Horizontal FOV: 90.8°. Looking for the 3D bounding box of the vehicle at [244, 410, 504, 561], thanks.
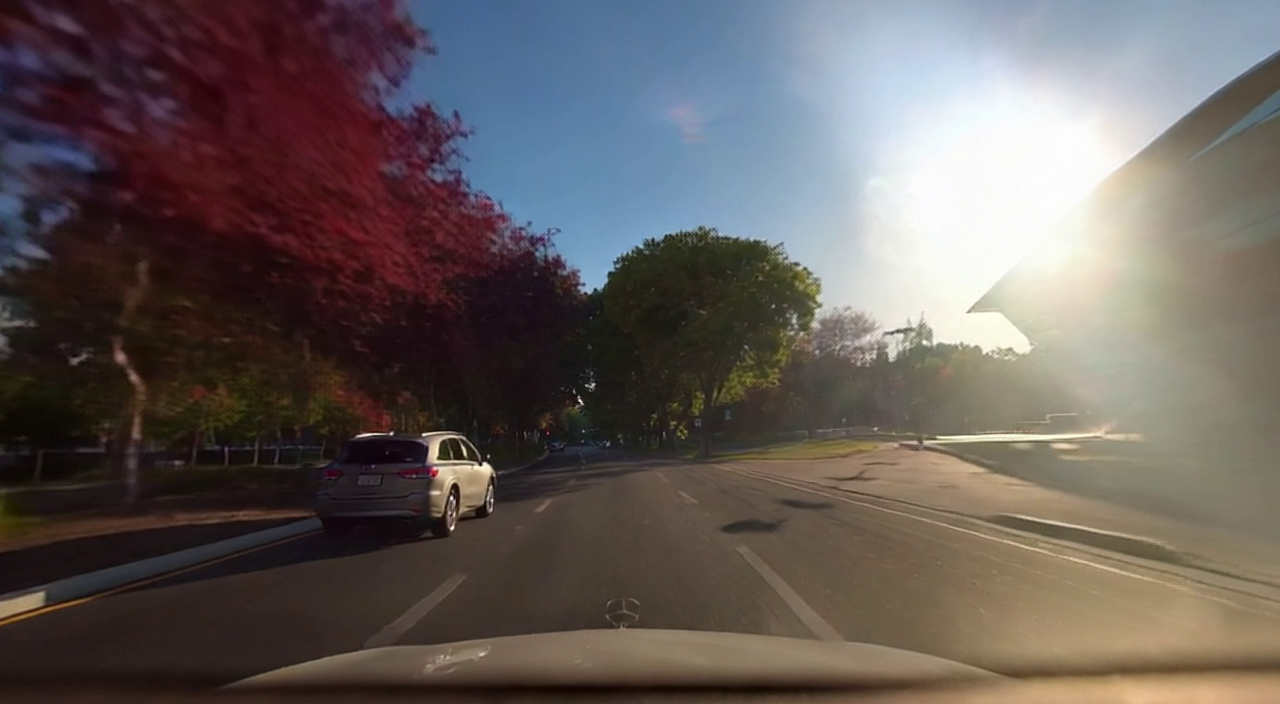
[{"bbox_3d":[-3.534,1.850,9.566,2.067,1.700,4.561,0,-8,-2],"label":"vehicle"}]
